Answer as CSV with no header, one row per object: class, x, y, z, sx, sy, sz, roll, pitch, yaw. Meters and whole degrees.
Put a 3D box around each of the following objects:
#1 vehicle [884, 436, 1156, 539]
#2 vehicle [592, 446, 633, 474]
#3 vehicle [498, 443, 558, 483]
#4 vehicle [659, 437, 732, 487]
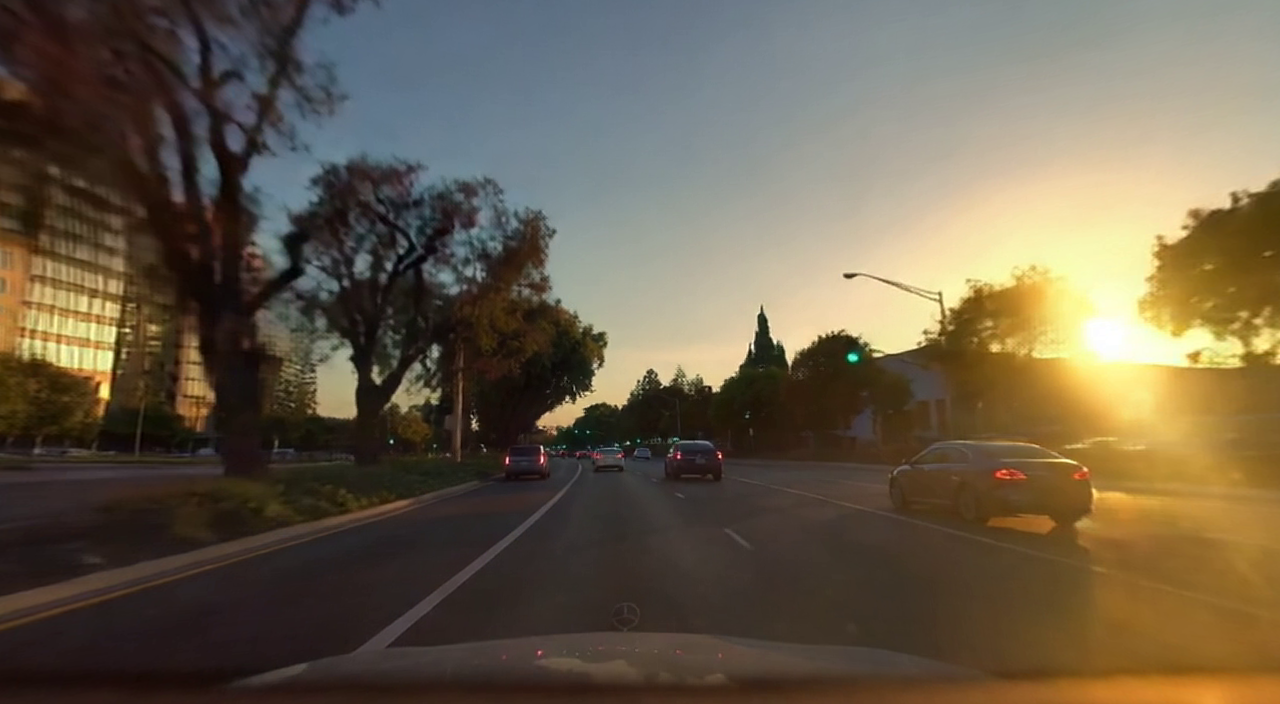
vehicle,6.176,2.214,11.043,1.945,1.408,4.288,0,-8,-3
vehicle,-1.685,6.289,36.959,2.155,1.486,4.403,1,-8,-5
vehicle,-5.000,4.980,28.672,2.172,1.671,4.175,0,-8,-3
vehicle,2.035,4.218,24.569,2.161,1.716,4.194,0,-8,-4
